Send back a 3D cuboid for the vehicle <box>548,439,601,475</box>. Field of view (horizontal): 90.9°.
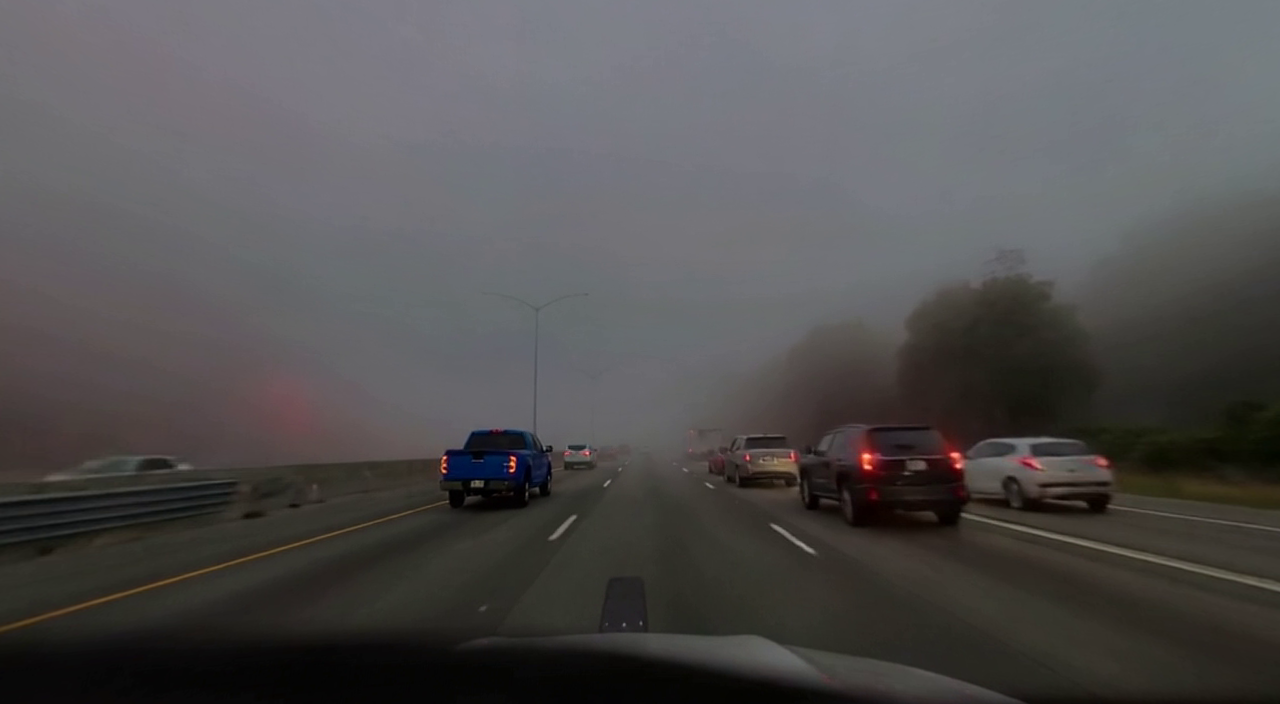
[{"bbox_3d":[-3.155,5.146,31.316,1.974,1.589,5.047,-1,-8,1],"label":"vehicle"}]

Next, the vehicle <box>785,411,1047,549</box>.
[{"bbox_3d":[3.976,1.931,10.274,2.023,1.670,4.869,0,-8,0],"label":"vehicle"}]

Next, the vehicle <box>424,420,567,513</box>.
[{"bbox_3d":[-3.064,2.566,14.595,2.139,1.764,4.707,-1,-8,1],"label":"vehicle"}]

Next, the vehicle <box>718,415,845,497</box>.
[{"bbox_3d":[3.906,3.024,18.713,2.395,2.017,5.709,0,-8,0],"label":"vehicle"}]

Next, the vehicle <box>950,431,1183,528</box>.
[{"bbox_3d":[7.405,2.207,11.465,1.682,1.455,3.630,-1,-8,0],"label":"vehicle"}]

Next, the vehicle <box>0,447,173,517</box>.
[{"bbox_3d":[-15.973,3.545,17.824,1.947,1.648,4.637,-1,-8,1],"label":"vehicle"}]
